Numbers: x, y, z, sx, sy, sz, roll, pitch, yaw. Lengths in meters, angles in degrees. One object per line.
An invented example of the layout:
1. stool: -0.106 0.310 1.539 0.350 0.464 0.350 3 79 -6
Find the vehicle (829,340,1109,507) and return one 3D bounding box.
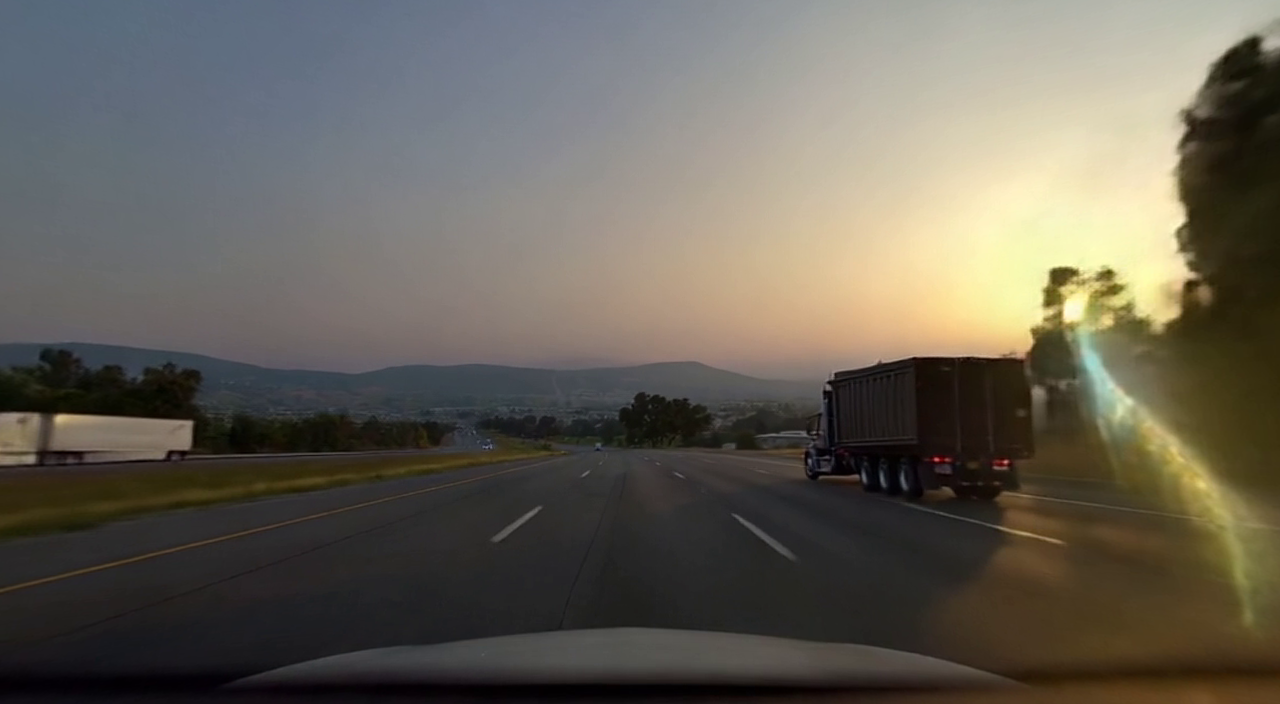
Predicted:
1. vehicle: 7.057 1.819 15.158 2.627 3.011 7.287 0 -9 -1
